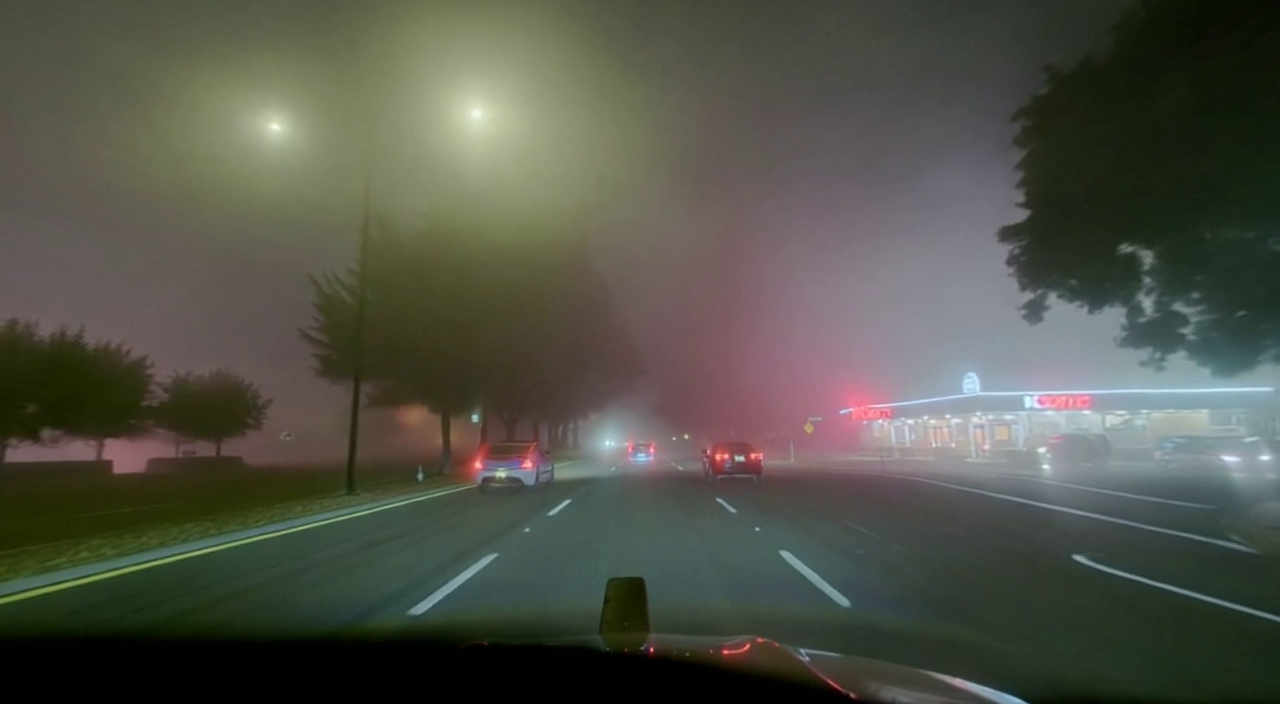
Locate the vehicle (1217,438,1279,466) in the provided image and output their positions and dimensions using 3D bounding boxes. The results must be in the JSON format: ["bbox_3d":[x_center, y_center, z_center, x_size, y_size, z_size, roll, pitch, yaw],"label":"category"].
[{"bbox_3d":[34.380,5.423,34.236,4.212,1.423,1.764,-1,-8,3],"label":"vehicle"}]

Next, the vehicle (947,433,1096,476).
[{"bbox_3d":[15.115,4.095,25.258,4.578,1.620,2.047,-2,-9,11],"label":"vehicle"}]

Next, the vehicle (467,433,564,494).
[{"bbox_3d":[-3.566,3.274,18.878,1.995,1.607,4.086,0,-8,1],"label":"vehicle"}]

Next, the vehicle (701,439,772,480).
[{"bbox_3d":[3.691,4.178,24.839,2.012,1.462,4.400,0,-8,-1],"label":"vehicle"}]

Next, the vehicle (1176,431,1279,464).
[{"bbox_3d":[34.366,5.583,36.769,4.398,1.669,1.981,-2,-8,-4],"label":"vehicle"}]

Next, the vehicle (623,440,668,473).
[{"bbox_3d":[0.276,5.194,31.526,2.059,1.477,4.216,0,-8,1],"label":"vehicle"}]

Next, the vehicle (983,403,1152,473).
[{"bbox_3d":[21.859,4.526,33.030,2.928,3.123,8.236,-1,-8,-1],"label":"vehicle"}]

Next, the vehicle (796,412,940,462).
[{"bbox_3d":[14.963,5.738,41.997,8.343,3.028,3.002,-2,-10,3],"label":"vehicle"}]
